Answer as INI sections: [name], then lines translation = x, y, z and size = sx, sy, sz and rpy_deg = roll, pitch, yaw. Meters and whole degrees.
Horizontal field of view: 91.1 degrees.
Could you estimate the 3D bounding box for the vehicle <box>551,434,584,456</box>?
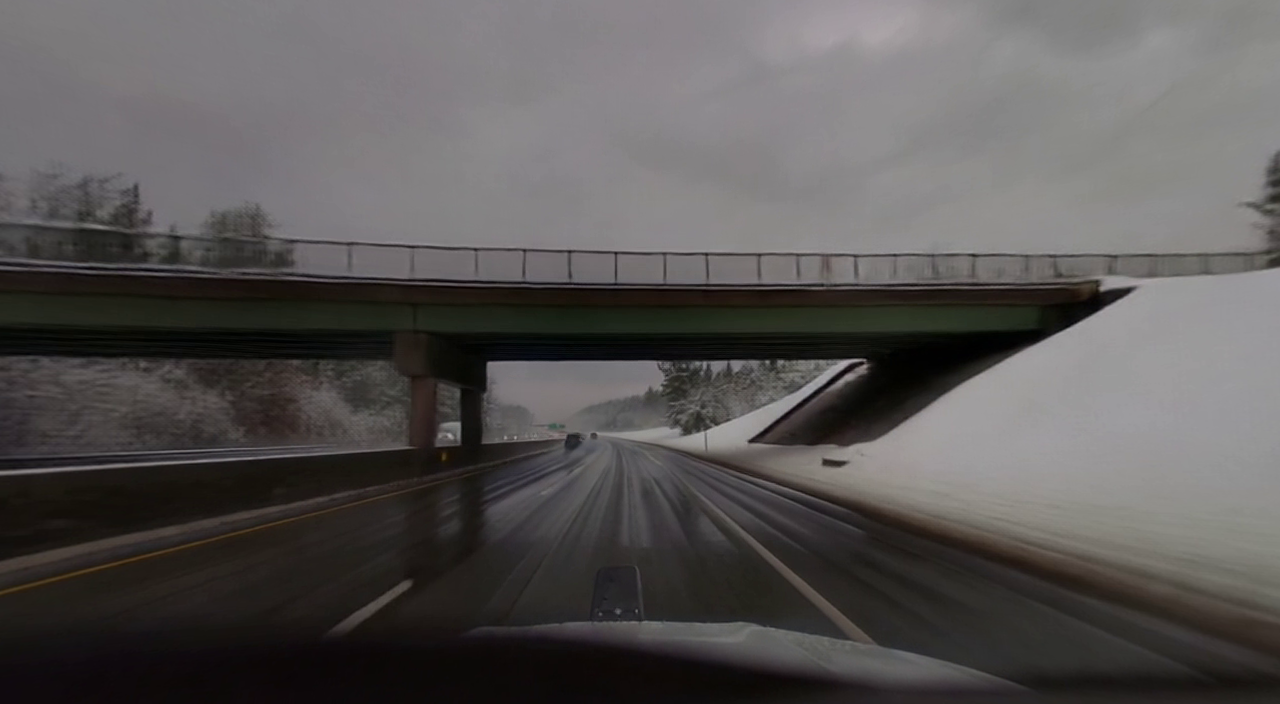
[vehicle]
translation = -5.133, 6.618, 44.863
size = 2.005, 1.509, 4.260
rpy_deg = 0, -8, -2
